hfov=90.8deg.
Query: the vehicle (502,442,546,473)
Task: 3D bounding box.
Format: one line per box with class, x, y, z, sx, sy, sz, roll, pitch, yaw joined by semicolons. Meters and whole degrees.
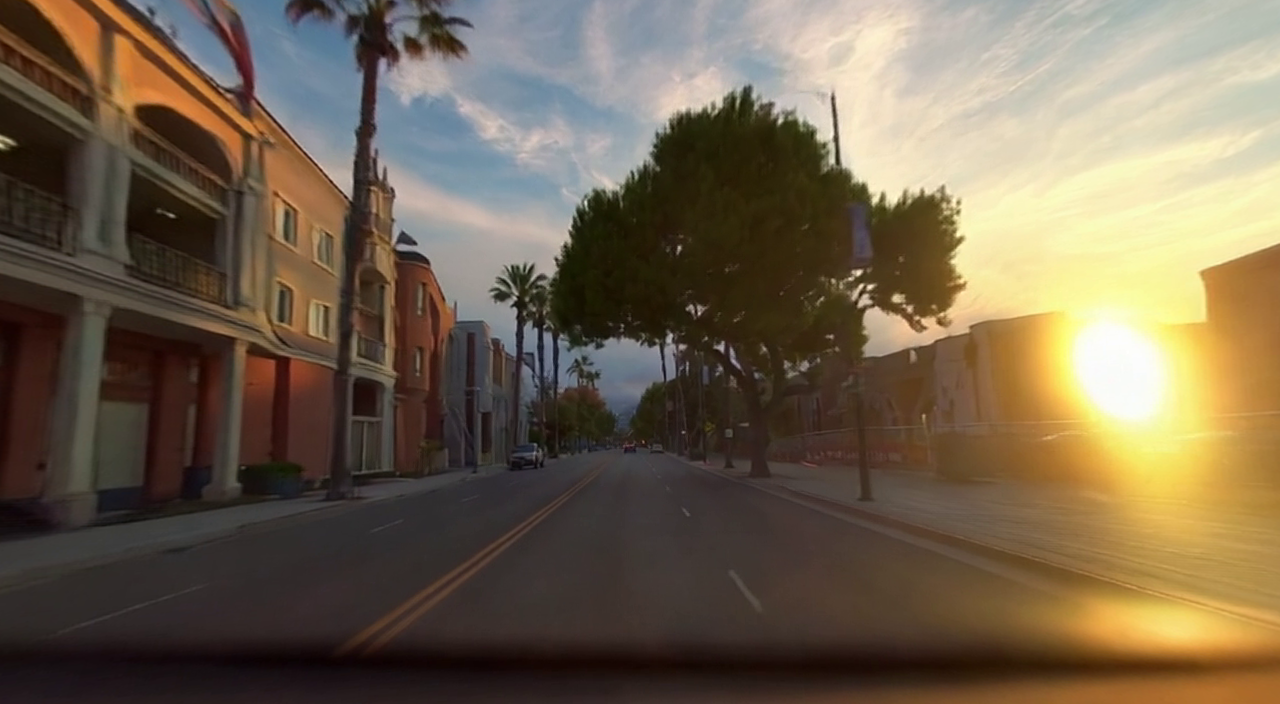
vehicle;-6.915;6.344;38.080;1.946;1.640;4.430;-2;-9;-1
